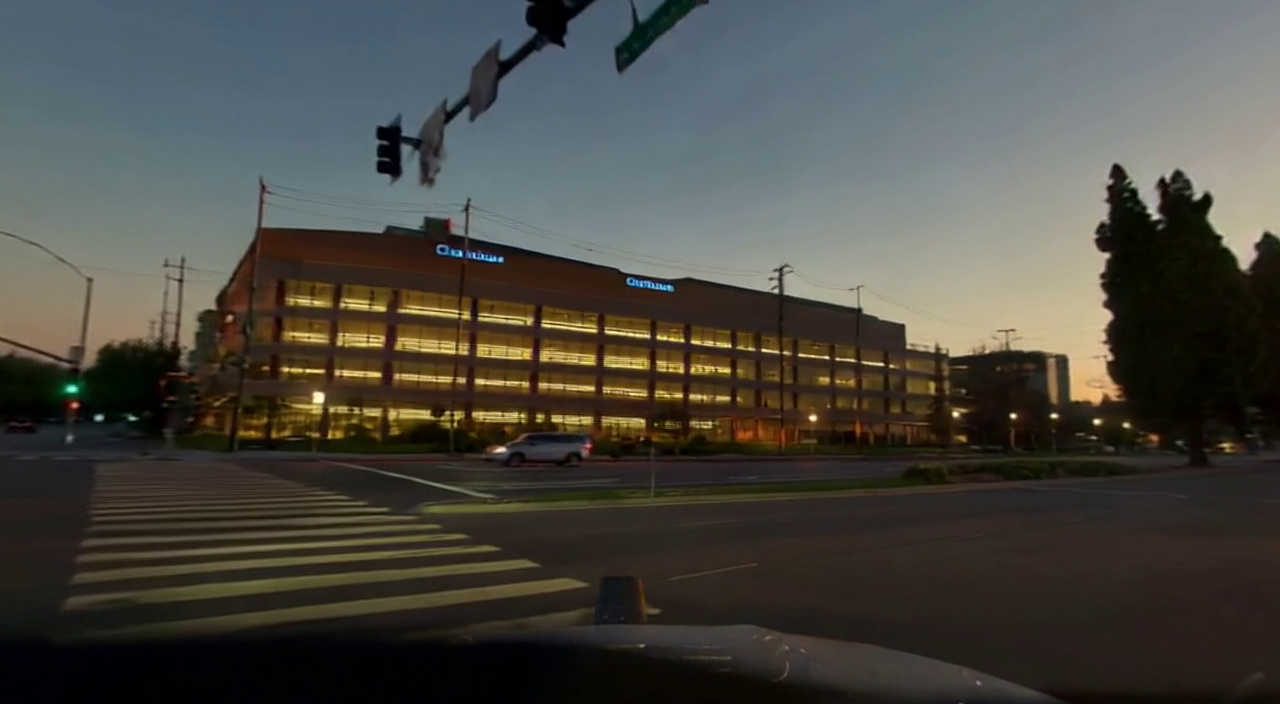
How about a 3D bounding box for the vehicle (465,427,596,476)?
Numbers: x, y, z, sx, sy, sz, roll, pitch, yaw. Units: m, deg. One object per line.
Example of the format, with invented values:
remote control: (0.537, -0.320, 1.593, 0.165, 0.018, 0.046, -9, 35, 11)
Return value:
vehicle: (-4.282, 3.960, 25.036, 4.713, 1.775, 2.030, 7, -11, -37)
